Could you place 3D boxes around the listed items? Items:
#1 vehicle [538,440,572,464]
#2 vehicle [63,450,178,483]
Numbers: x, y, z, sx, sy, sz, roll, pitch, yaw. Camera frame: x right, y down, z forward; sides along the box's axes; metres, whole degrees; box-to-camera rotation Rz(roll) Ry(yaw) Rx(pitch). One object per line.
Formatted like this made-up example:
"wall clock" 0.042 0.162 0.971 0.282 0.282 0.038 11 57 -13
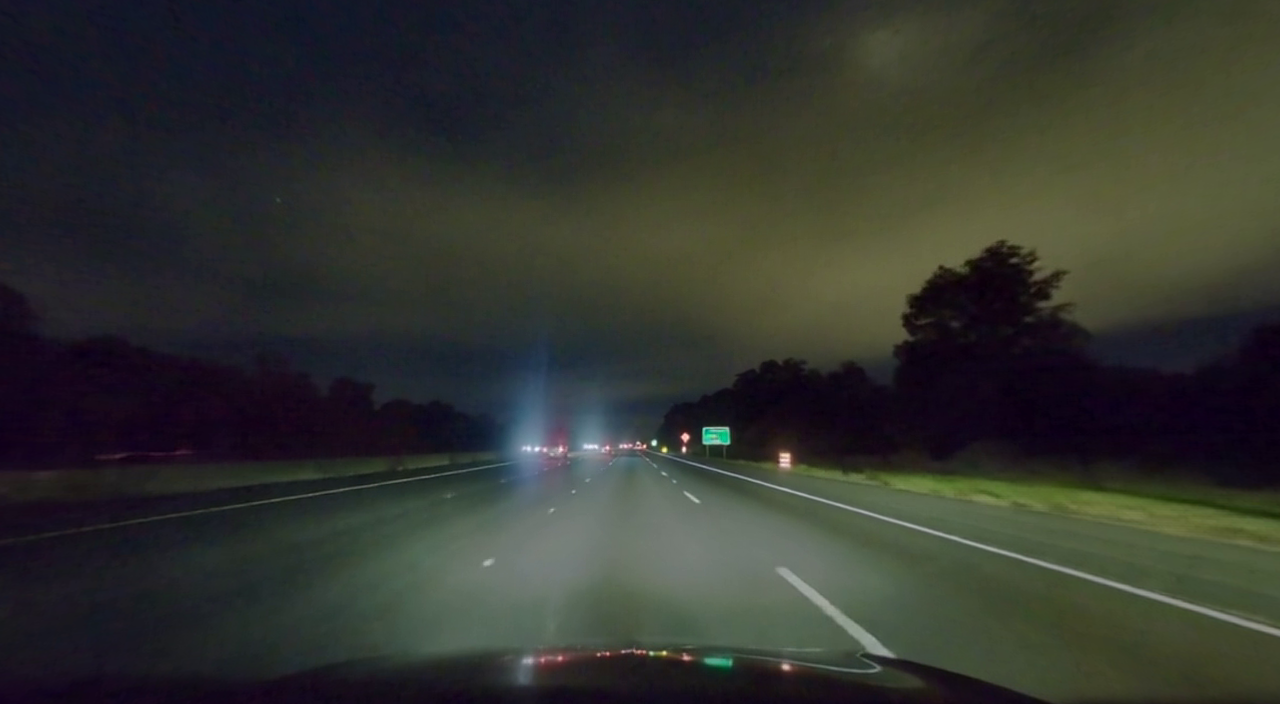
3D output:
"vehicle" -6.554 7.740 49.069 2.036 1.758 4.529 0 -9 0
"vehicle" -24.018 5.272 29.453 1.692 1.416 4.335 0 -9 0
